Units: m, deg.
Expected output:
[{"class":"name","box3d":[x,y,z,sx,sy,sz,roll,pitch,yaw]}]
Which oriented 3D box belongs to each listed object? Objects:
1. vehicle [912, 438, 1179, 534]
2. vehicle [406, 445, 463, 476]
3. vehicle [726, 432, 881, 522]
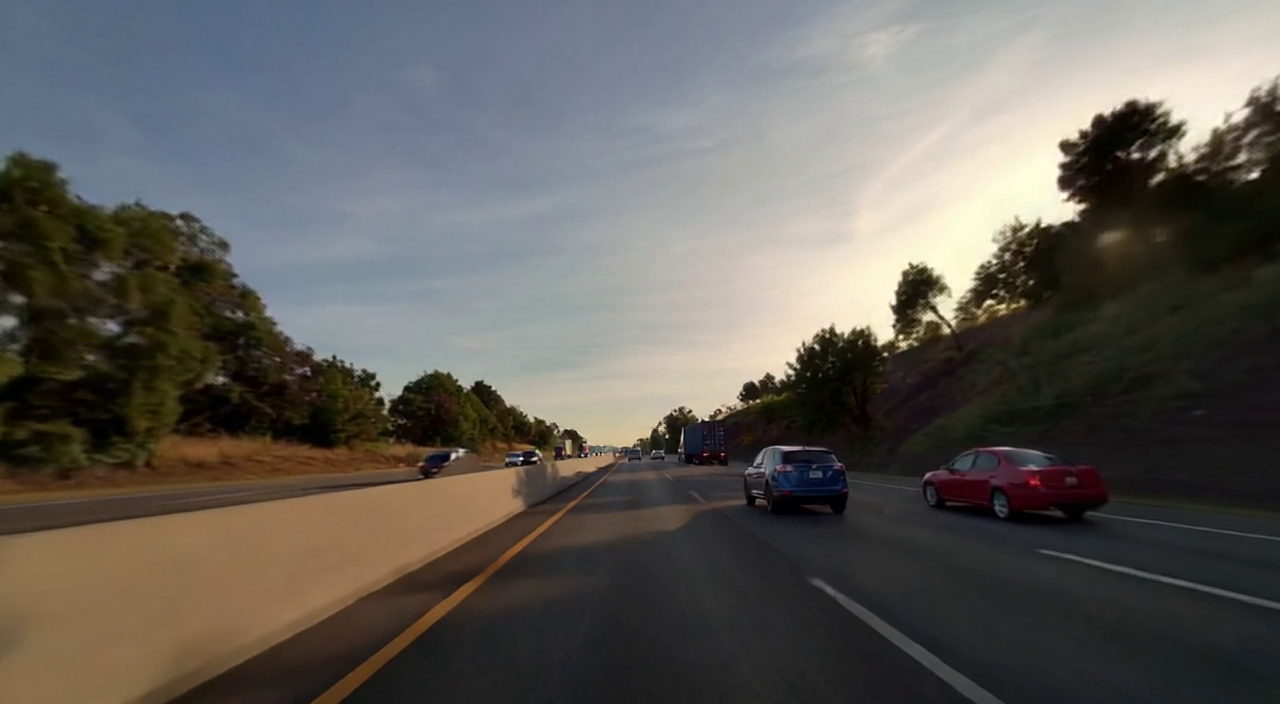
[{"class":"vehicle","box3d":[7.344,2.446,12.207,2.024,1.471,4.618,0,-9,-1]},{"class":"vehicle","box3d":[-12.040,6.361,37.230,1.932,1.689,4.361,0,-9,0]},{"class":"vehicle","box3d":[3.391,2.699,14.168,2.130,1.658,4.537,0,-9,-2]}]
